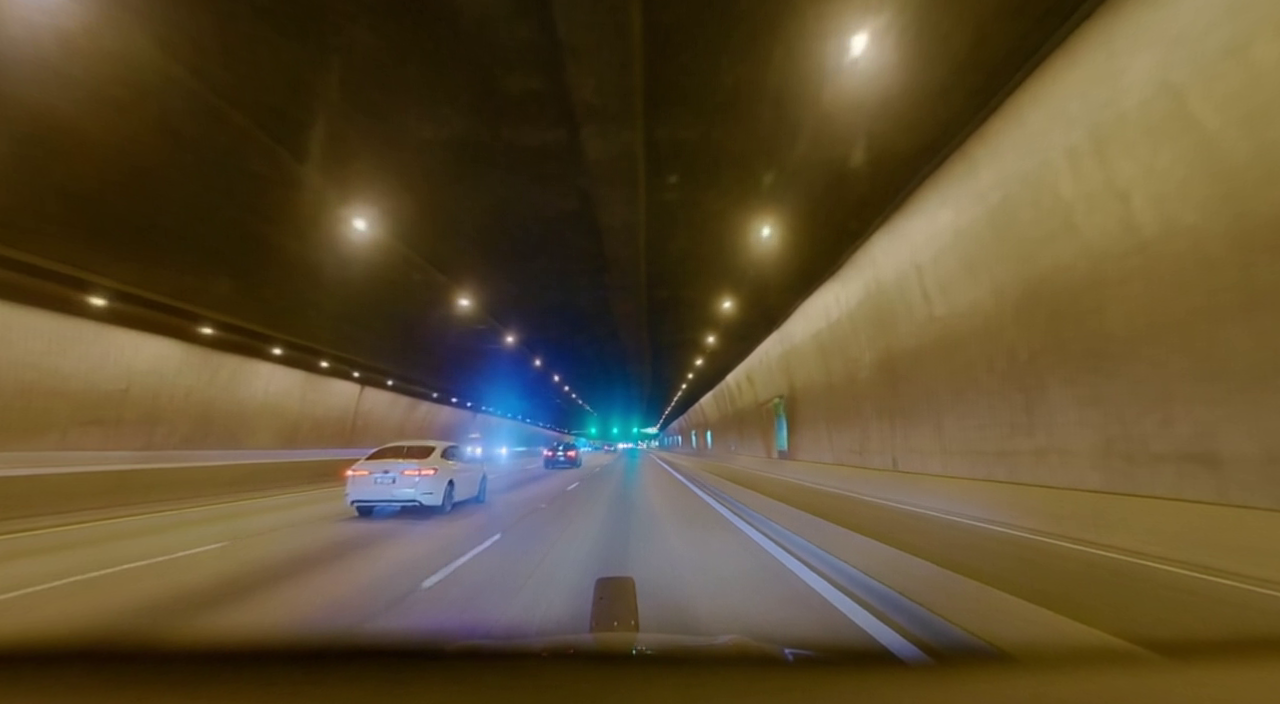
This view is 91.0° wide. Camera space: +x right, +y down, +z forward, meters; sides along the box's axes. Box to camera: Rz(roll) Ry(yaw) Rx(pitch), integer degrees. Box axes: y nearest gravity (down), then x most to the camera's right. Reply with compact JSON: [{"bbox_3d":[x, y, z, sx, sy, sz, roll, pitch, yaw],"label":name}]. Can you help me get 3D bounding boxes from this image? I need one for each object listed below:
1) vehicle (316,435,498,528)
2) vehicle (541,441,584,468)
[{"bbox_3d":[-4.152,2.351,12.071,1.885,1.424,4.230,-1,-8,0],"label":"vehicle"},{"bbox_3d":[-4.399,5.878,36.334,1.973,1.474,4.199,-1,-8,0],"label":"vehicle"}]
